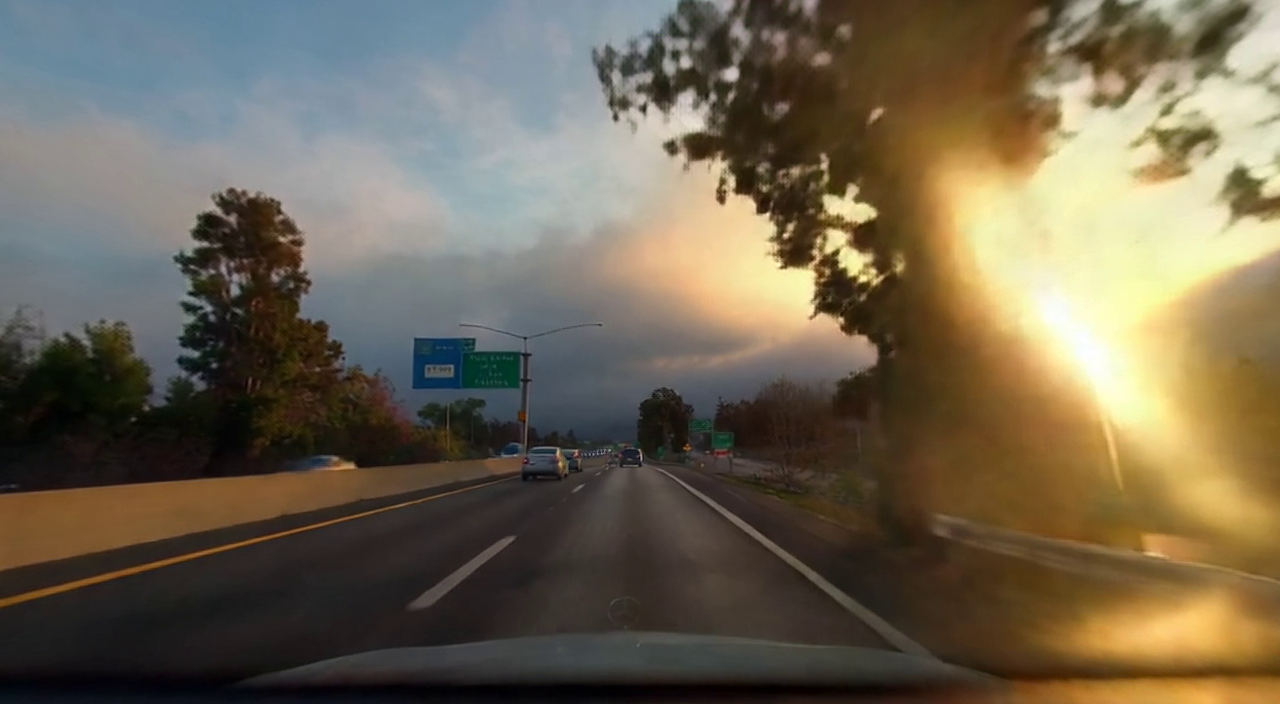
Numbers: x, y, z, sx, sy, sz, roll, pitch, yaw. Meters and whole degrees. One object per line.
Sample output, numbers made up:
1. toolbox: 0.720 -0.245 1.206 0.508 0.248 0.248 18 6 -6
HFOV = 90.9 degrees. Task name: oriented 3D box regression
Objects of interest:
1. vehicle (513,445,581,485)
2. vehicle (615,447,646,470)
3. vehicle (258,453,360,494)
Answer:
1. vehicle: -3.744 4.625 26.261 2.067 1.509 4.551 0 -8 1
2. vehicle: -0.711 7.537 44.809 2.100 1.471 3.956 0 -8 -1
3. vehicle: -13.550 4.958 26.132 1.939 1.475 4.365 0 -8 -1
